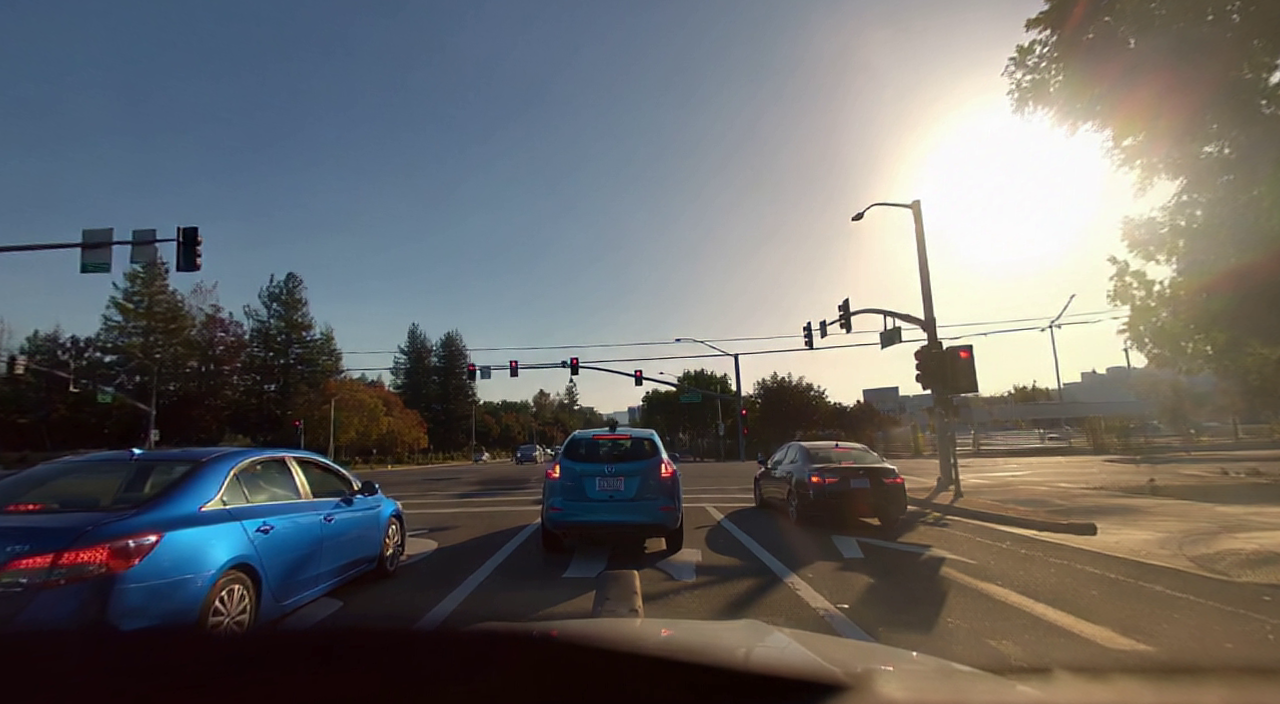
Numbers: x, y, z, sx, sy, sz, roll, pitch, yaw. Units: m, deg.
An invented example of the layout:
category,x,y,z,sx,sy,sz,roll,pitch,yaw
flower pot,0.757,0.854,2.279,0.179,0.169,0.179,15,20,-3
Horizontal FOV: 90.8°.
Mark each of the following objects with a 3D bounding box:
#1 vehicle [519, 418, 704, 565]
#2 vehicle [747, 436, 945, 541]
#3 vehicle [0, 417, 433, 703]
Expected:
category,x,y,z,sx,sy,sz,roll,pitch,yaw
vehicle,-0.347,1.830,8.975,2.038,1.599,3.844,0,-8,-1
vehicle,3.293,2.260,11.189,1.970,1.449,4.433,0,-8,-1
vehicle,-3.580,1.408,5.504,2.052,1.472,4.479,0,-8,0
